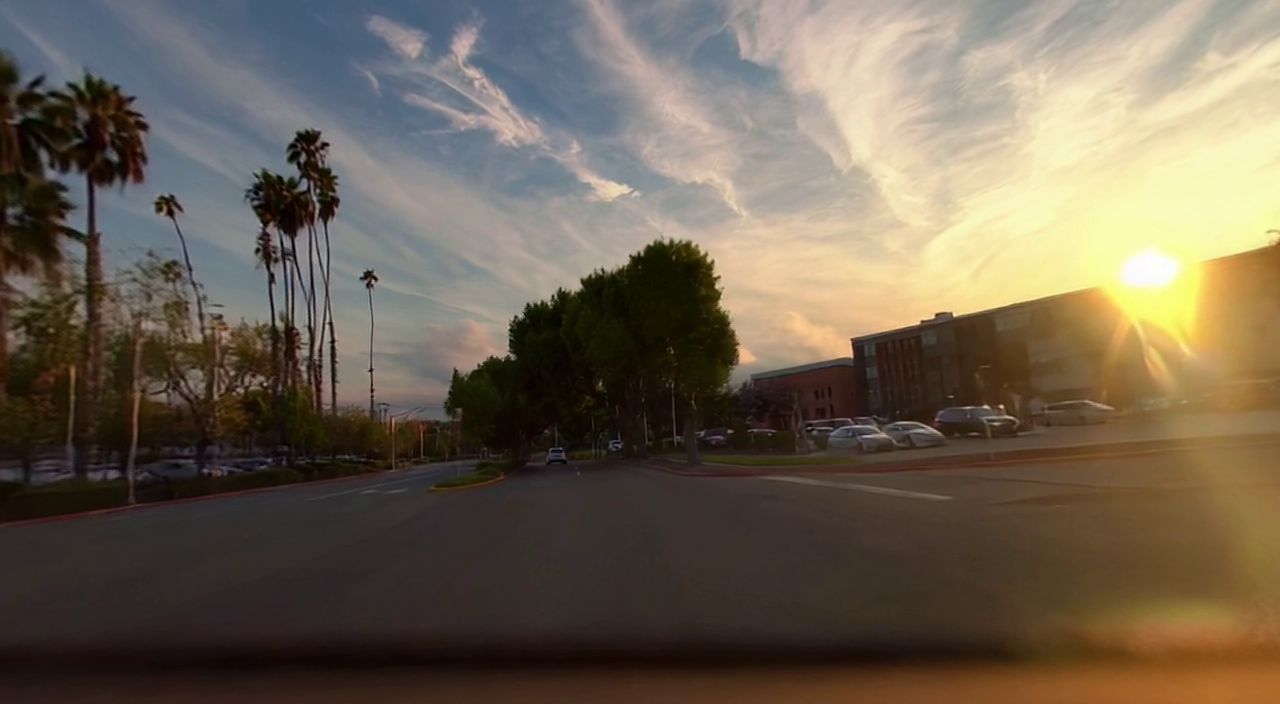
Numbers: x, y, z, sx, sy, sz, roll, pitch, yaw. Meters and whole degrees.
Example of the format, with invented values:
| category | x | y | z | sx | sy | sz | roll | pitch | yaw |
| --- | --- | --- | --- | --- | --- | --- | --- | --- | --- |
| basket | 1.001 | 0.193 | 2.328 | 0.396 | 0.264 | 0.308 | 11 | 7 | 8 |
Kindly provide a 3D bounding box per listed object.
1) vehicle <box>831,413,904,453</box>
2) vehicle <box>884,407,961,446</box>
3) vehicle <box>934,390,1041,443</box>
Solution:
| category | x | y | z | sx | sy | sz | roll | pitch | yaw |
| --- | --- | --- | --- | --- | --- | --- | --- | --- | --- |
| vehicle | 10.630 | 3.876 | 29.741 | 2.196 | 1.715 | 4.918 | -1 | -8 | 8 |
| vehicle | 13.214 | 3.586 | 29.667 | 2.065 | 1.687 | 4.584 | -1 | -8 | 8 |
| vehicle | 16.081 | 3.108 | 29.463 | 2.237 | 1.962 | 5.424 | -9 | -9 | 6 |
